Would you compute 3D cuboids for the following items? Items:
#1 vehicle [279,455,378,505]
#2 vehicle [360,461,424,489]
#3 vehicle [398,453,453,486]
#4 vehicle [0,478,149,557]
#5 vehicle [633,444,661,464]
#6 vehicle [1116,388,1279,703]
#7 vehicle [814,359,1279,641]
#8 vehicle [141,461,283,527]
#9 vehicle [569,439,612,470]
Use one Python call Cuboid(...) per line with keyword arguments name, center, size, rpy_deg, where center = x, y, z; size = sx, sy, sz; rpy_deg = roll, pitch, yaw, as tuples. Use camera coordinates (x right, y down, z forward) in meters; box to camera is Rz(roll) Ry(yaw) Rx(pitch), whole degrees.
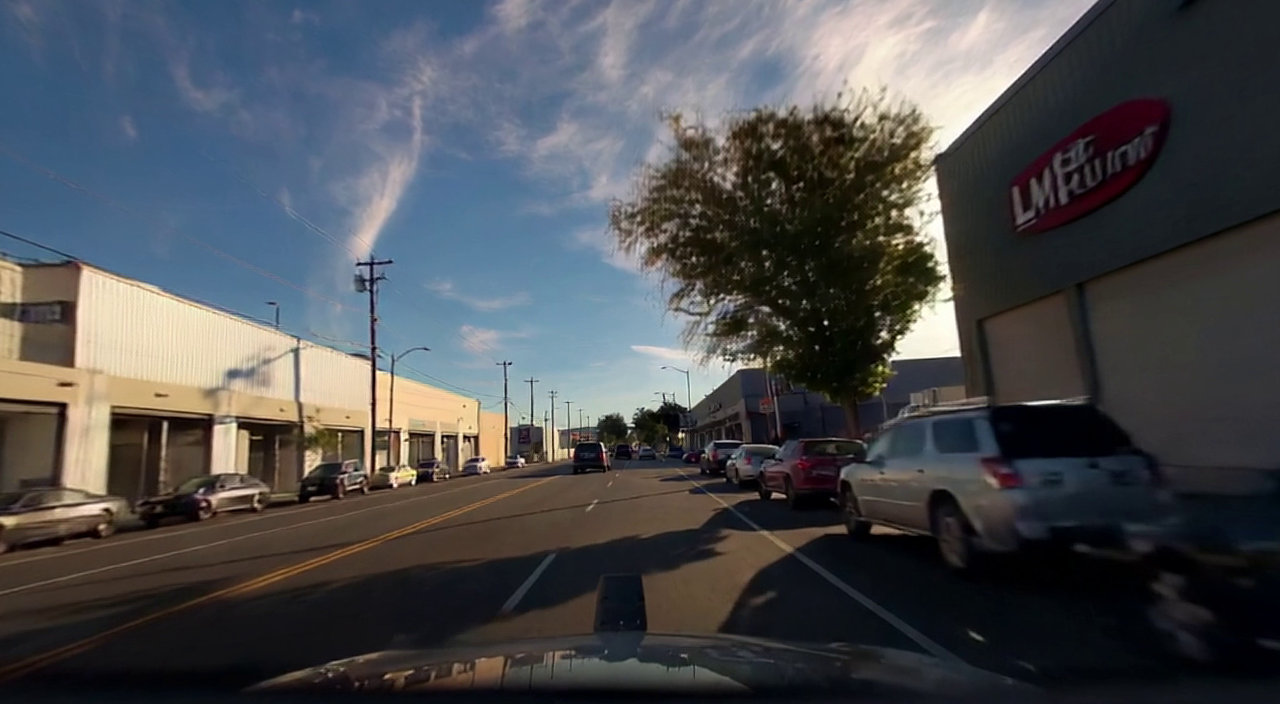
Cuboid(name="vehicle", center=(-15.215, 6.218, 31.250), size=(2.124, 1.835, 5.450), rpy_deg=(-6, -8, 0))
Cuboid(name="vehicle", center=(-15.001, 7.440, 38.434), size=(2.049, 1.496, 4.338), rpy_deg=(-1, -8, 1))
Cuboid(name="vehicle", center=(-14.871, 8.122, 43.994), size=(2.081, 1.791, 4.799), rpy_deg=(-6, -7, -1))
Cuboid(name="vehicle", center=(-15.256, 4.052, 15.735), size=(2.076, 1.518, 4.981), rpy_deg=(-1, -8, 0))
Cuboid(name="vehicle", center=(0.497, 7.996, 49.843), size=(2.099, 1.470, 4.270), rpy_deg=(0, -8, 0))
Cuboid(name="vehicle", center=(3.789, 0.706, 1.404), size=(1.839, 1.505, 4.566), rpy_deg=(0, -9, -1))
Cuboid(name="vehicle", center=(3.780, 1.354, 6.829), size=(2.180, 1.847, 5.196), rpy_deg=(0, -9, -2))
Cuboid(name="vehicle", center=(-15.138, 4.984, 22.715), size=(2.020, 1.695, 4.629), rpy_deg=(-6, -8, -2))
Cuboid(name="vehicle", center=(-3.118, 6.613, 40.871), size=(2.348, 1.831, 4.737), rpy_deg=(0, -8, 1))
